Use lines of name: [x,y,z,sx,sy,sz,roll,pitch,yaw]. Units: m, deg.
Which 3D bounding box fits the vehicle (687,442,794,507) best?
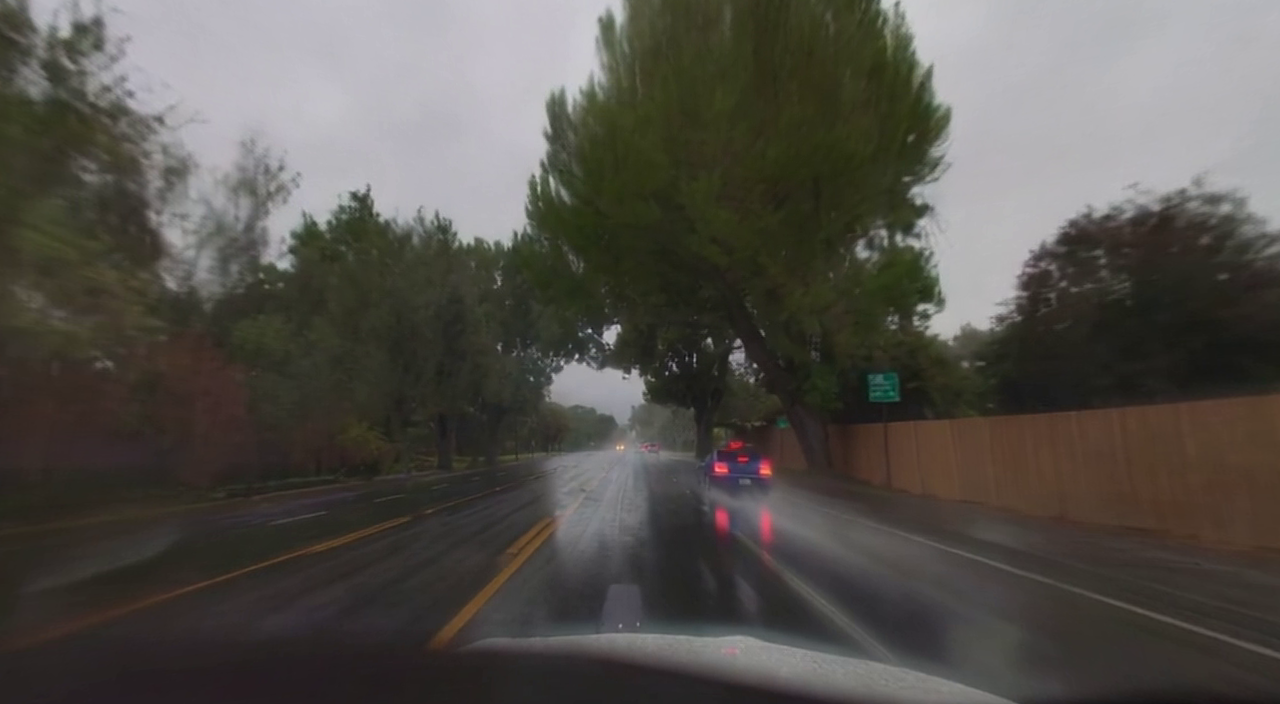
vehicle: [2.444,3.110,16.547,1.991,1.476,4.153,0,-9,-2]
